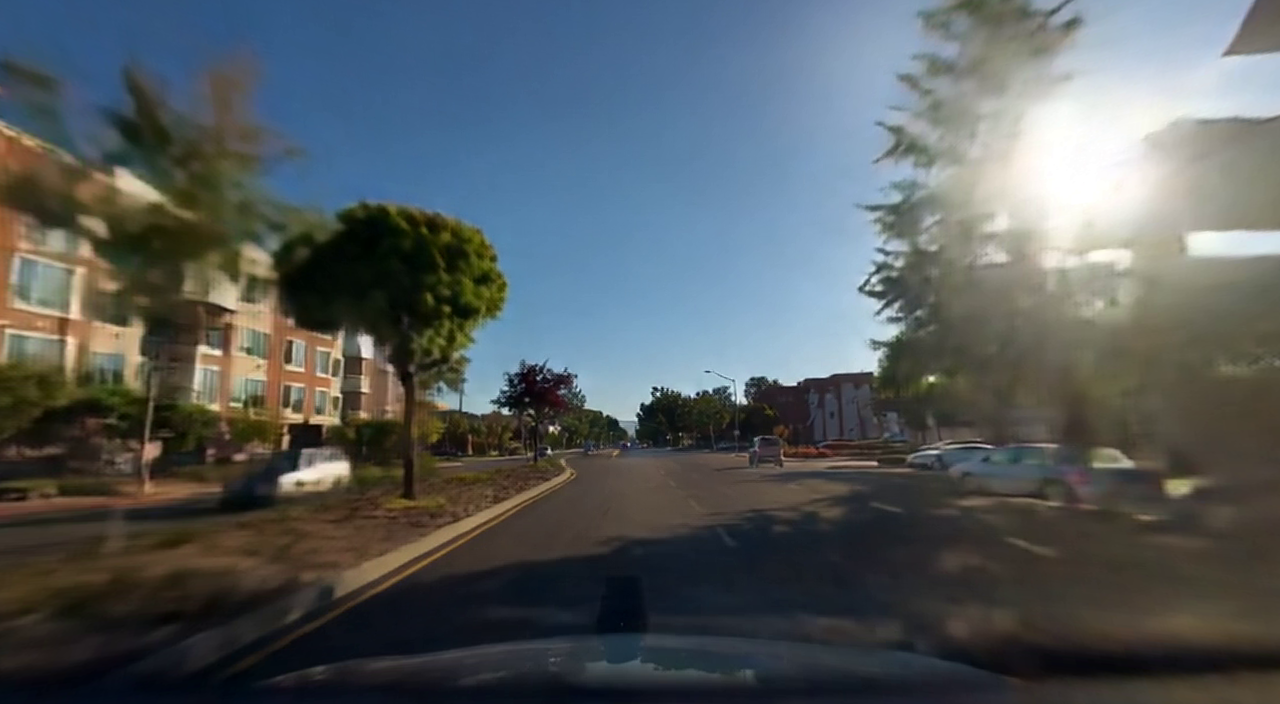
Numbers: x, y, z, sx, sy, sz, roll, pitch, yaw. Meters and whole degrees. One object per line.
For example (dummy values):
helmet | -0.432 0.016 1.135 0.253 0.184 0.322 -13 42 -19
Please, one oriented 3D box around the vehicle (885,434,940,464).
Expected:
vehicle | 17.059 6.111 39.663 2.630 1.808 1.657 -1 -8 3

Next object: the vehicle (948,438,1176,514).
vehicle | 9.558 2.818 14.928 1.898 1.477 4.695 0 -9 -4

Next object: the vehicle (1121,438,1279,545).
vehicle | 9.736 1.963 9.036 1.930 1.453 4.665 0 -9 -1

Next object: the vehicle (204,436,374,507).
vehicle | -10.119 3.463 18.843 2.108 1.794 4.995 0 -8 1
